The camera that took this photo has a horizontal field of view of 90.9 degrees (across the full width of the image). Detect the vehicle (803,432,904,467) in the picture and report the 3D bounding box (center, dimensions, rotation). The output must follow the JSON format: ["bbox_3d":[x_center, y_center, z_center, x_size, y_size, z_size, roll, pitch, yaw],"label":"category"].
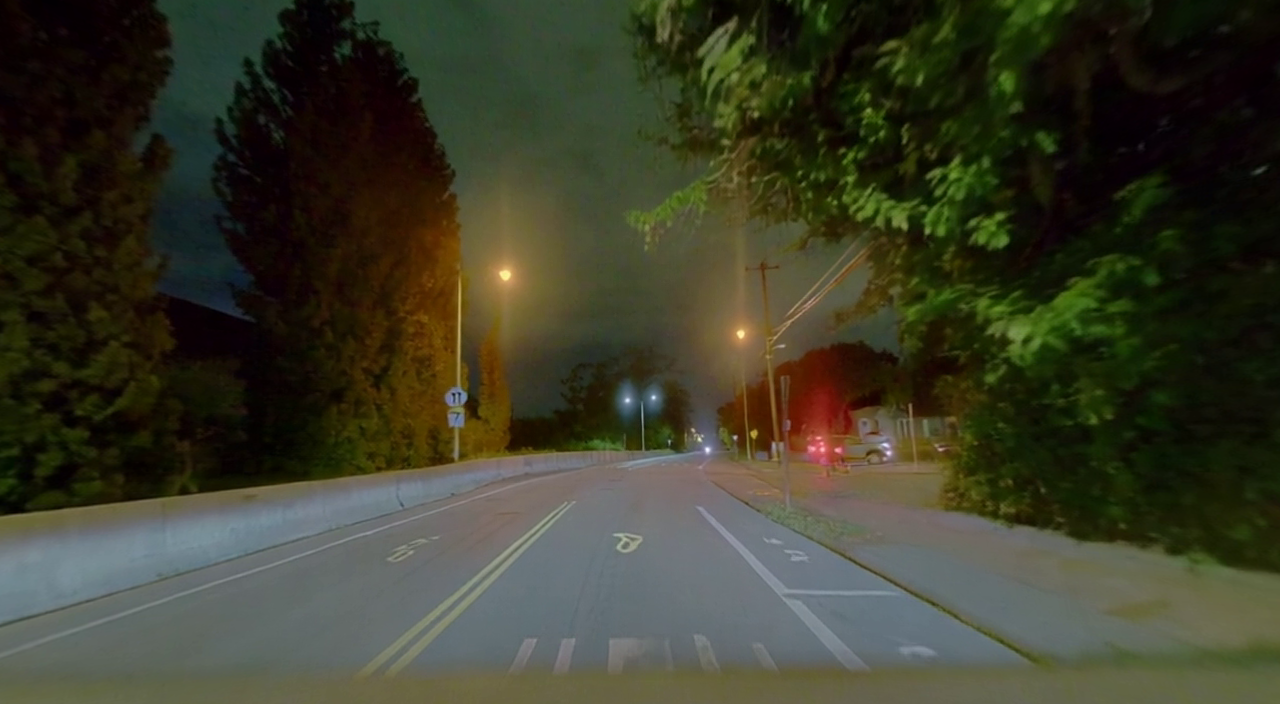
[{"bbox_3d":[11.007,5.055,32.764,4.614,1.764,1.860,-1,-8,5],"label":"vehicle"}]
